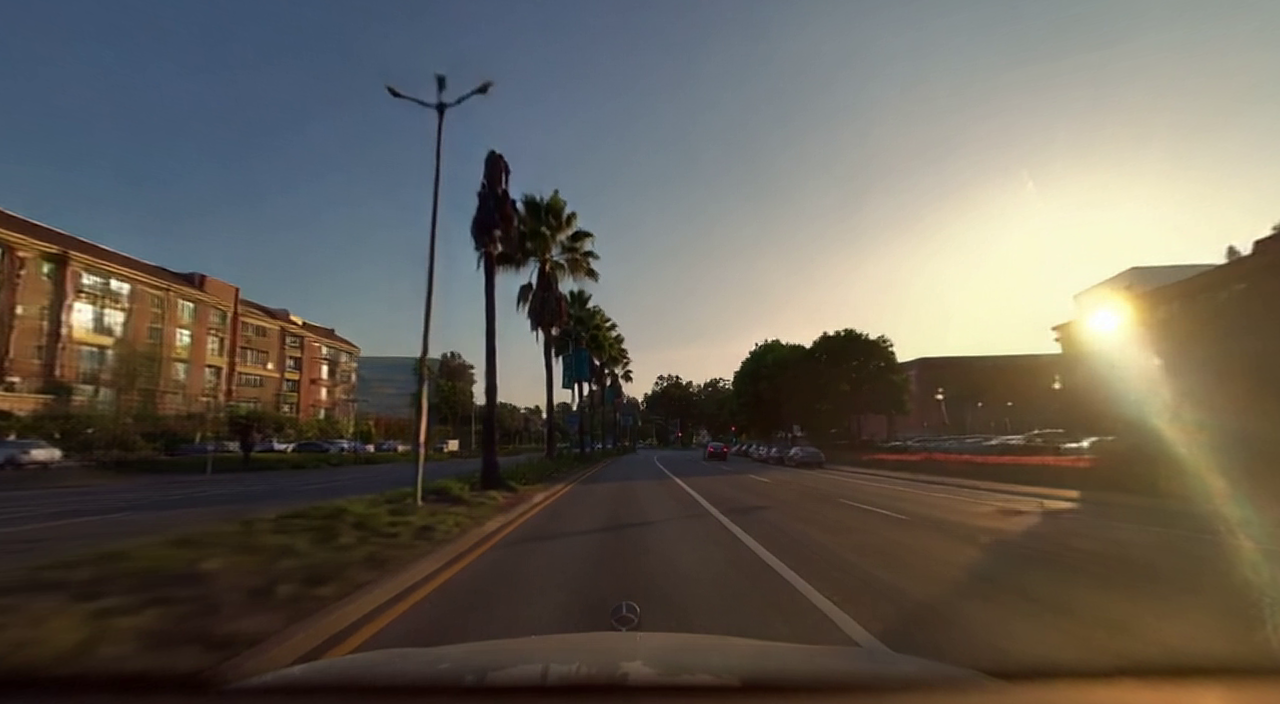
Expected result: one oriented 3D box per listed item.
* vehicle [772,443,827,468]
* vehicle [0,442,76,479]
[{"bbox_3d":[10.196,6.653,40.659,2.086,1.545,4.645,1,-8,-4],"label":"vehicle"},{"bbox_3d":[-36.043,6.102,35.557,5.711,2.003,2.550,0,-8,-1],"label":"vehicle"}]
